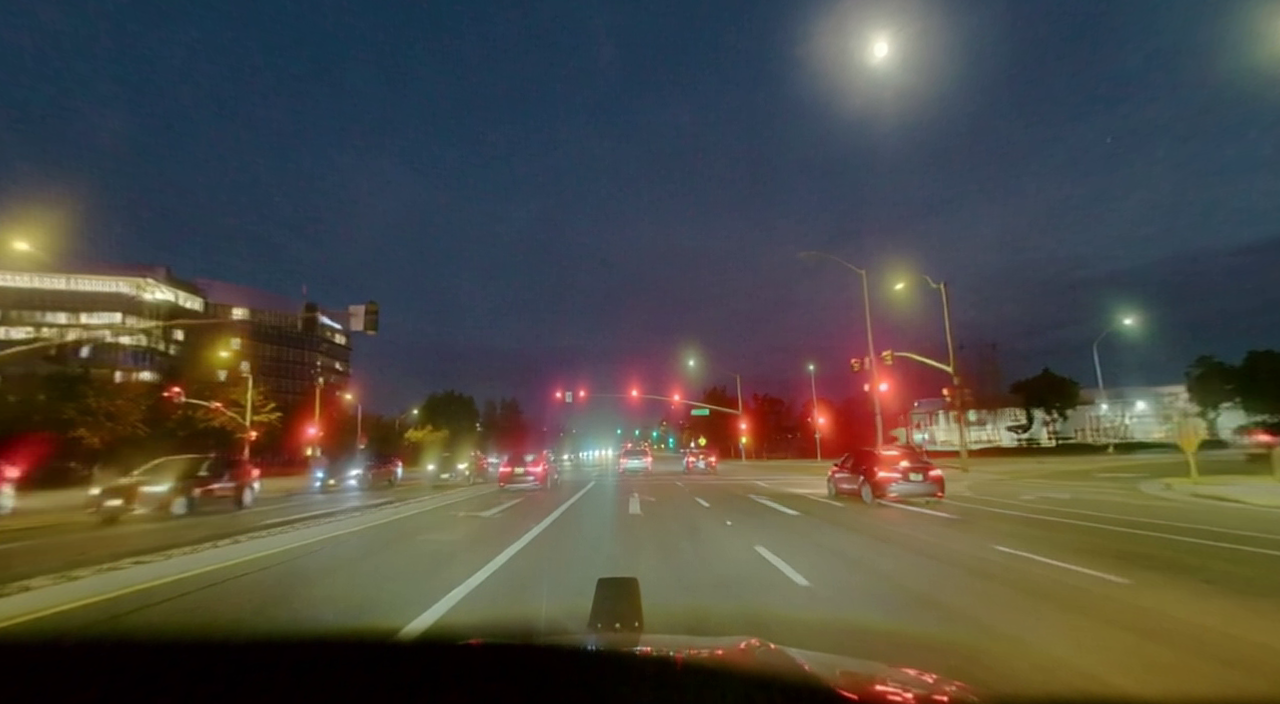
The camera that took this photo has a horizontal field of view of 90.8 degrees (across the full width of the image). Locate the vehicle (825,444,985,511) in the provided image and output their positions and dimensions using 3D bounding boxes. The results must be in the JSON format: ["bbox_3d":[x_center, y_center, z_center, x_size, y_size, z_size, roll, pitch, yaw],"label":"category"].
[{"bbox_3d":[6.457,3.083,16.114,2.028,1.451,4.625,0,-8,-1],"label":"vehicle"}]

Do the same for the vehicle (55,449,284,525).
[{"bbox_3d":[-10.727,3.057,14.971,1.924,1.479,4.508,0,-8,1],"label":"vehicle"}]

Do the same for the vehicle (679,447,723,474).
[{"bbox_3d":[3.419,6.180,36.317,2.014,1.430,4.103,0,-8,-2],"label":"vehicle"}]

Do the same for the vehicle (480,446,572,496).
[{"bbox_3d":[-3.691,3.928,21.332,2.163,1.474,4.413,0,-8,2],"label":"vehicle"}]

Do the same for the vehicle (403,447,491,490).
[{"bbox_3d":[-7.445,4.508,24.915,2.013,1.488,4.596,0,-8,0],"label":"vehicle"}]

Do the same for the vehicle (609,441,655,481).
[{"bbox_3d":[-0.335,5.071,29.764,2.008,1.716,4.125,0,-8,0],"label":"vehicle"}]

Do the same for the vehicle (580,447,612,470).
[{"bbox_3d":[-3.063,7.546,44.865,2.002,1.502,4.057,0,-8,0],"label":"vehicle"}]

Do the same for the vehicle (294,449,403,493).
[{"bbox_3d":[-10.968,4.479,24.156,2.047,1.479,4.228,0,-8,2],"label":"vehicle"}]
